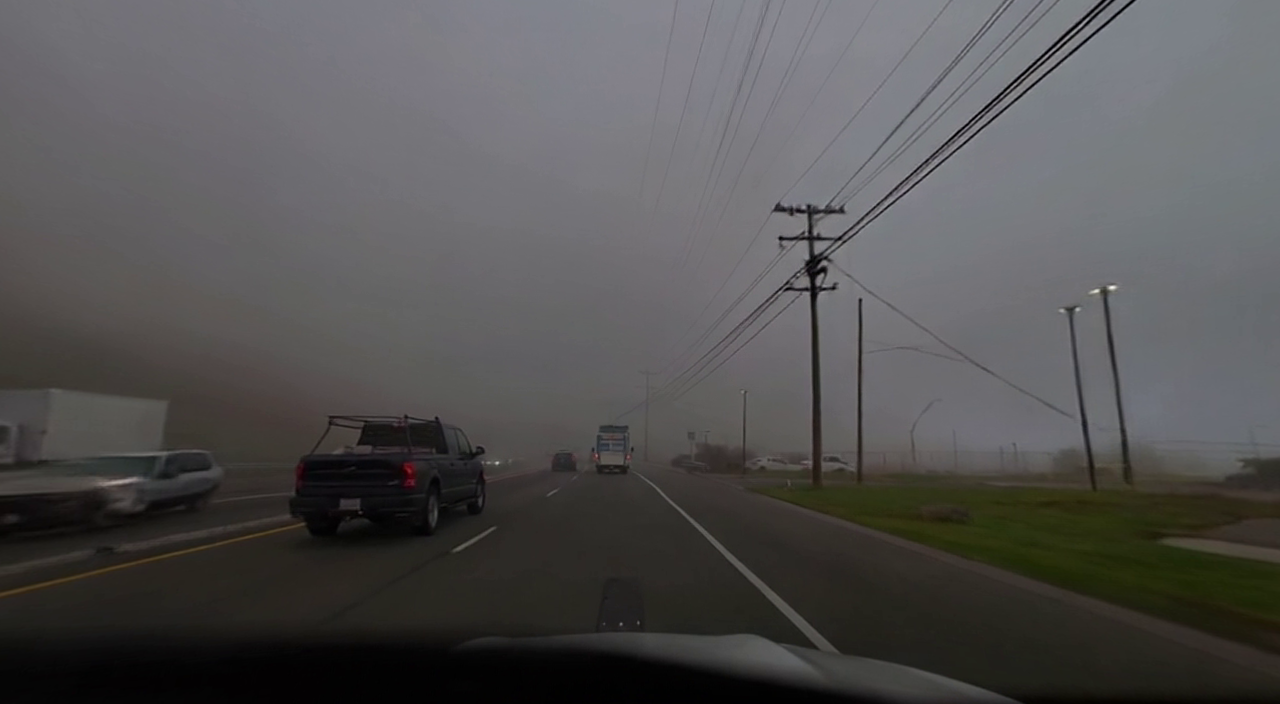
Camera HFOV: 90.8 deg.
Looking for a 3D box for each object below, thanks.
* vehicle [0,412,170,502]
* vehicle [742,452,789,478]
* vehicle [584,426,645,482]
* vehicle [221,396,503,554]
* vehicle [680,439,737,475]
[{"bbox_3d":[-17.638,2.996,18.059,2.787,2.255,7.350,-1,-9,0],"label":"vehicle"},{"bbox_3d":[7.950,7.190,40.377,1.933,1.480,4.249,2,-10,-3],"label":"vehicle"},{"bbox_3d":[-1.185,4.587,28.597,2.486,2.280,5.291,0,-9,-3],"label":"vehicle"},{"bbox_3d":[-4.167,1.994,10.981,2.345,2.012,5.693,0,-9,-1],"label":"vehicle"},{"bbox_3d":[4.496,7.061,42.825,2.706,2.199,6.527,1,-9,-5],"label":"vehicle"}]
